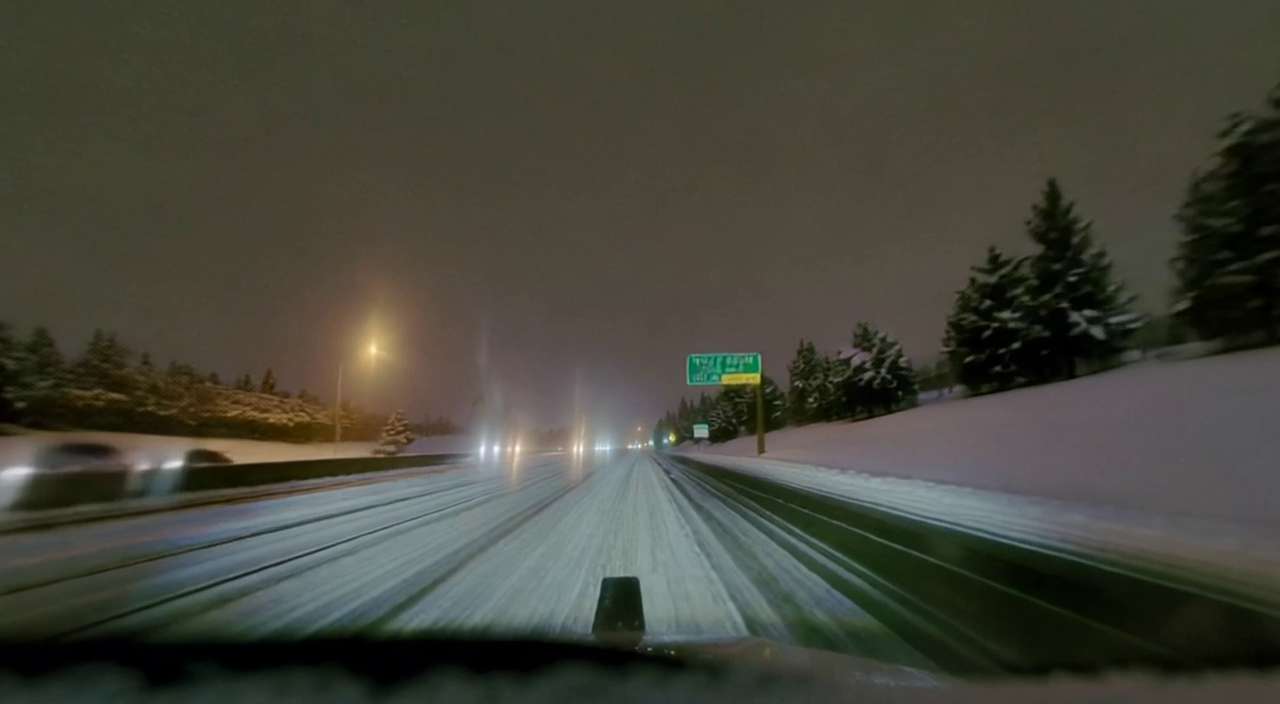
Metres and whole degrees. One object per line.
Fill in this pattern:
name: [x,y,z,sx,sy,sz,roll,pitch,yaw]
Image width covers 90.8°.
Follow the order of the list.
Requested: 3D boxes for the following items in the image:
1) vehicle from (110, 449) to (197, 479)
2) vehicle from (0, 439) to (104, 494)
vehicle: [-25.009,5.743,32.618,1.673,1.470,3.484,0,-8,0]
vehicle: [-21.687,3.897,21.712,2.046,1.730,4.975,0,-9,0]
